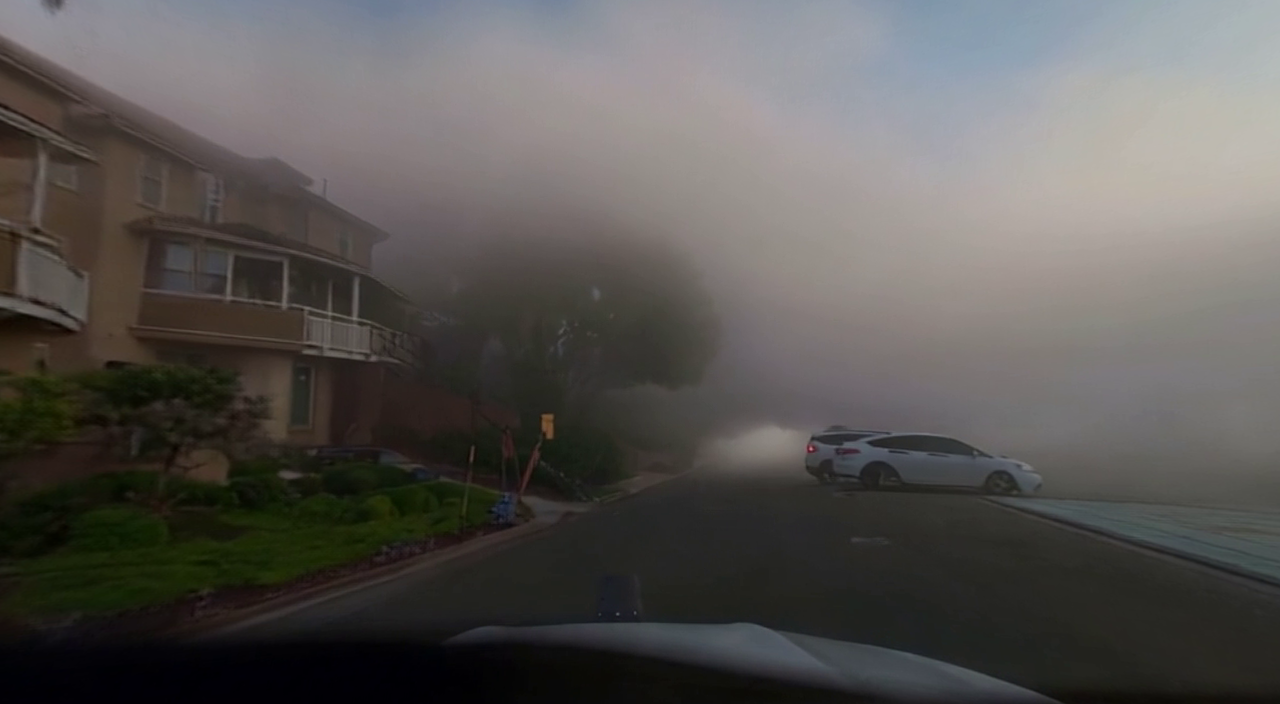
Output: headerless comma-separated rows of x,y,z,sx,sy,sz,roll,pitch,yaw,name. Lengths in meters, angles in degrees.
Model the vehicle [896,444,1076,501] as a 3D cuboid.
9.739,3.418,18.210,4.195,1.446,1.979,-2,-10,18,vehicle
